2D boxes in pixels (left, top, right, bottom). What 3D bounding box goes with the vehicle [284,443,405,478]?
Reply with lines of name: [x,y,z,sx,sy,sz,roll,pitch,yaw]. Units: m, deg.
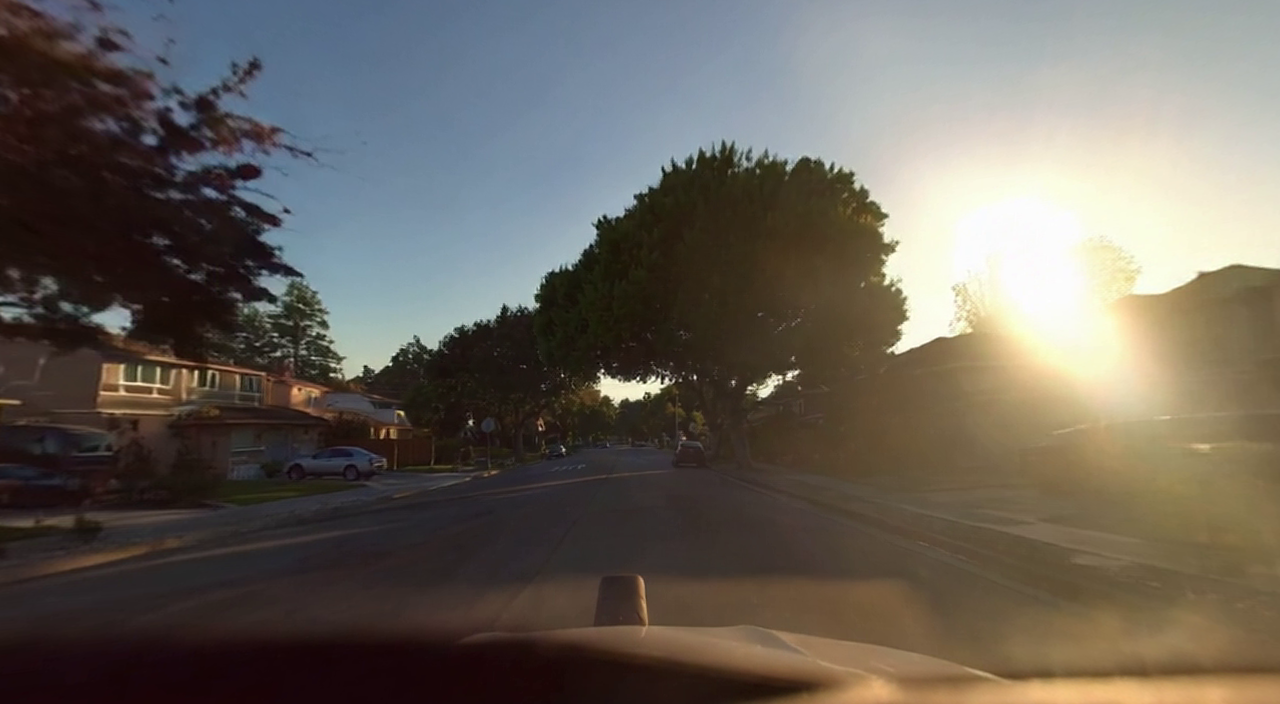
vehicle: [-13.476,4.974,29.066,4.572,1.522,1.999,0,-9,-4]

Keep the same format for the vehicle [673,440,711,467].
vehicle: [3.019,6.011,37.497,1.975,1.528,4.000,0,-9,1]

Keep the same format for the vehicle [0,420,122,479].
vehicle: [-18.562,2.942,19.094,4.093,1.661,1.765,0,-8,-5]
